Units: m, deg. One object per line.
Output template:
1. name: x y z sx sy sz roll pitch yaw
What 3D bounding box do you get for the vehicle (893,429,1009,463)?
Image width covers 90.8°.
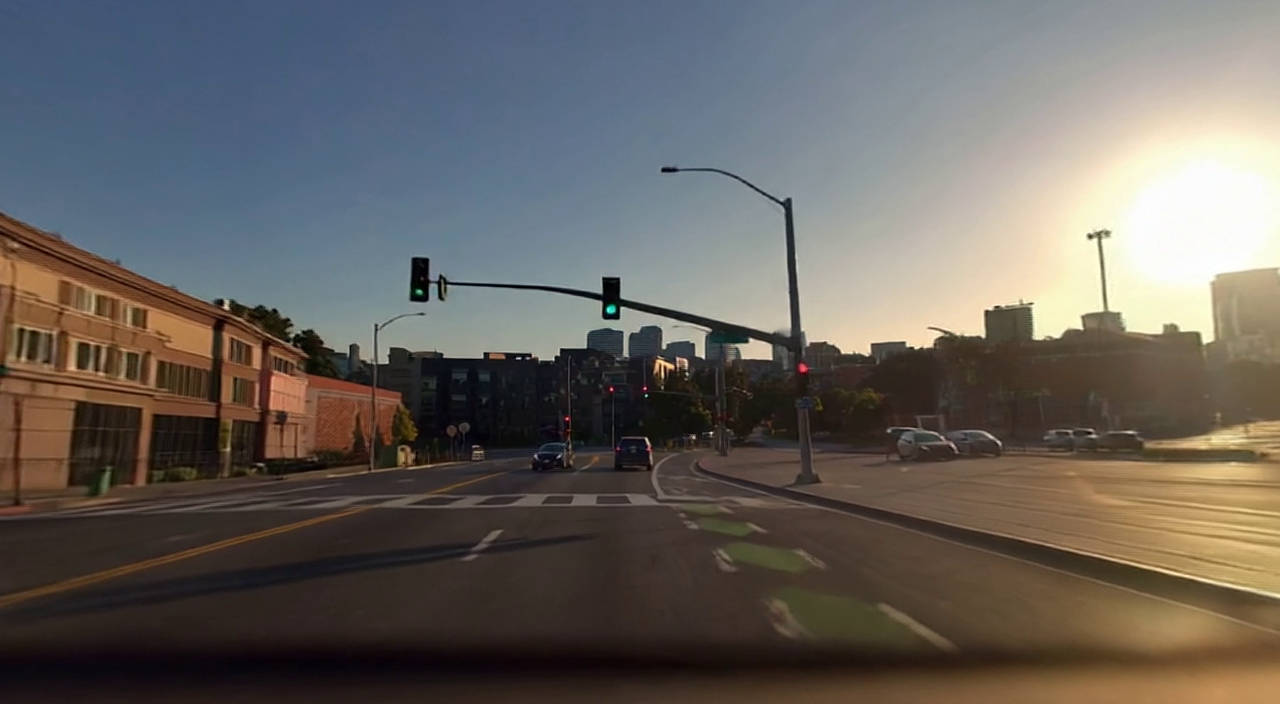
1. vehicle: 14.625 4.442 29.927 4.486 1.494 1.802 0 -9 5

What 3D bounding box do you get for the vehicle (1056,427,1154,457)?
1. vehicle: 29.055 5.651 39.602 4.504 1.759 1.955 0 -8 3

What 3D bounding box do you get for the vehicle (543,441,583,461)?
1. vehicle: -5.990 7.803 49.764 1.939 1.484 4.645 -1 -9 8

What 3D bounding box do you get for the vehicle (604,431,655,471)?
1. vehicle: -0.443 4.894 31.283 2.230 1.827 4.298 0 -8 3
